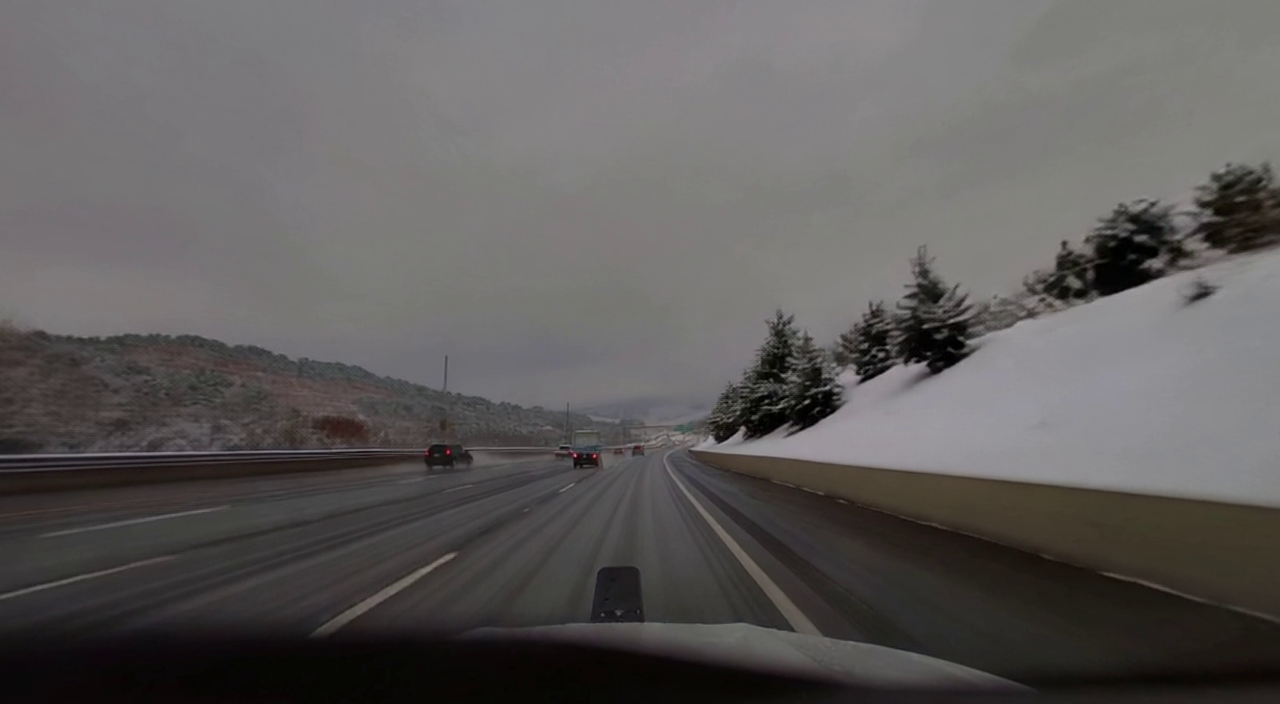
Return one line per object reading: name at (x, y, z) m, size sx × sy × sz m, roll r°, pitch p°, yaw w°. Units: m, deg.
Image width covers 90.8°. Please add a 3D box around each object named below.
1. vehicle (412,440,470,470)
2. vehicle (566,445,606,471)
vehicle at (-12.780, 6.637, 40.859) m, size 2.076 × 1.766 × 4.831 m, roll 0°, pitch -8°, yaw 2°
vehicle at (-3.270, 6.525, 38.955) m, size 1.931 × 1.492 × 4.076 m, roll -1°, pitch -8°, yaw 2°
